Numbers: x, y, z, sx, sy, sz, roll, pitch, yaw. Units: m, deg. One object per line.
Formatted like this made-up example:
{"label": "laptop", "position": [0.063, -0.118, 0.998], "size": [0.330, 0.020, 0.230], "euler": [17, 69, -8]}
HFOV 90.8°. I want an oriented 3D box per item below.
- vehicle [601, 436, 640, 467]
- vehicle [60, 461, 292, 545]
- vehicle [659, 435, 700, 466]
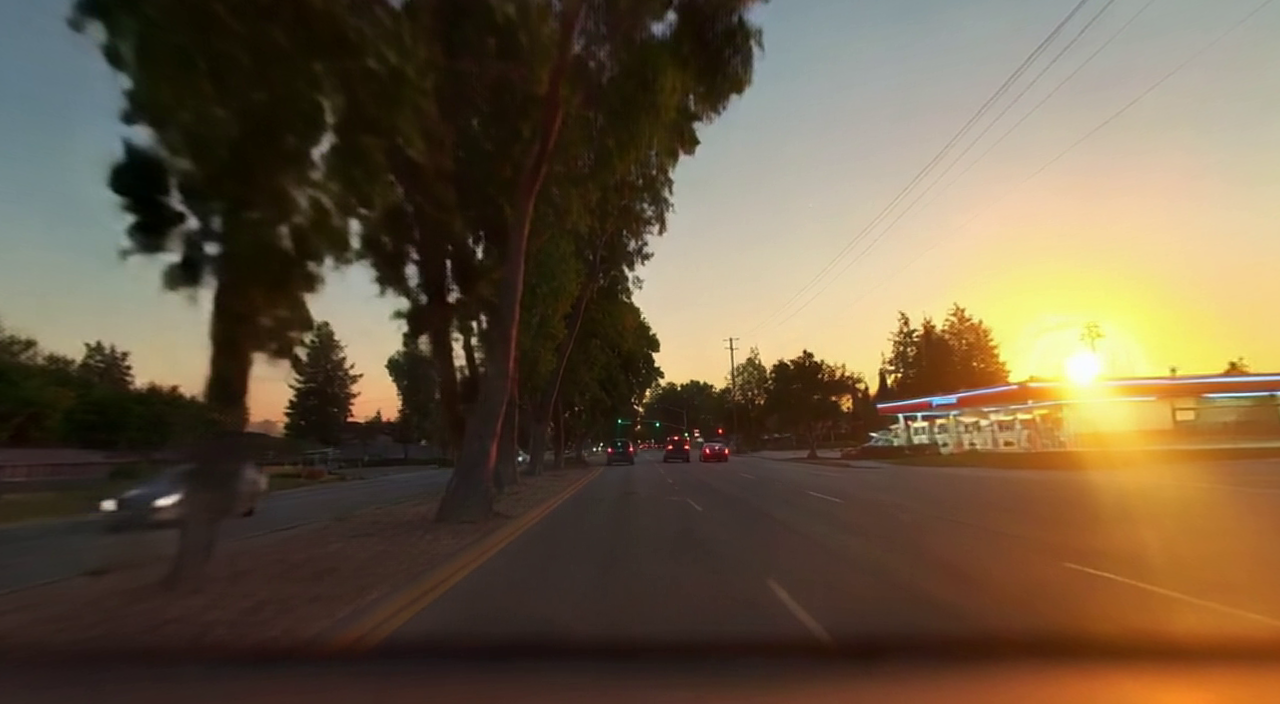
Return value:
{"label": "vehicle", "position": [-1.290, 6.215, 39.719], "size": [2.261, 1.820, 4.255], "euler": [0, -9, -5]}
{"label": "vehicle", "position": [-10.353, 3.347, 14.703], "size": [2.052, 1.503, 4.559], "euler": [0, -8, -2]}
{"label": "vehicle", "position": [2.453, 6.283, 40.394], "size": [2.140, 1.800, 4.660], "euler": [0, -8, -2]}
